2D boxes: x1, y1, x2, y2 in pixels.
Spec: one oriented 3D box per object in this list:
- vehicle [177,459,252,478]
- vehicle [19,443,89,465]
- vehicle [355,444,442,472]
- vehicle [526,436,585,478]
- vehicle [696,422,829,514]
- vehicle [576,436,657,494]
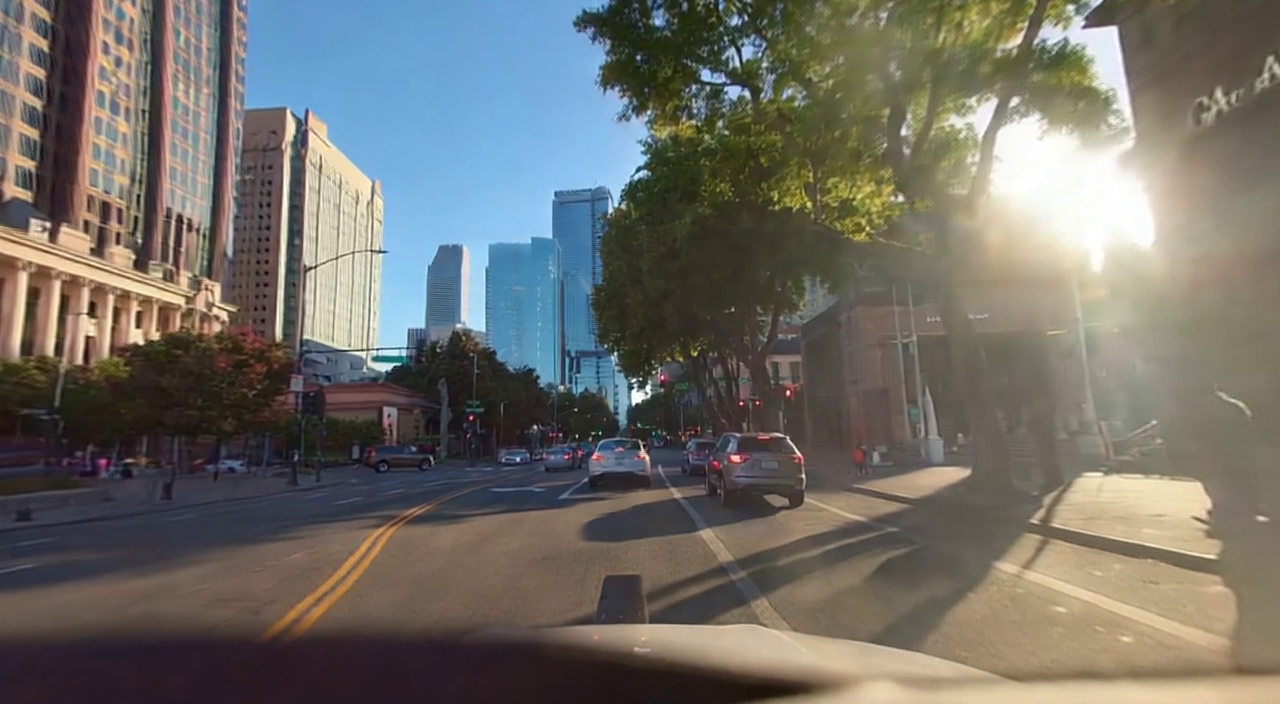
[{"bbox_3d":[-32.397,8.861,48.135,4.392,1.427,1.764,0,-9,0],"label":"vehicle"},{"bbox_3d":[-44.956,7.832,48.504,3.671,1.498,1.670,2,-10,4],"label":"vehicle"},{"bbox_3d":[-15.935,7.022,41.899,4.855,1.769,2.071,0,-9,-2],"label":"vehicle"},{"bbox_3d":[-3.601,4.588,27.809,2.045,1.633,4.864,0,-9,-2],"label":"vehicle"},{"bbox_3d":[2.598,2.608,14.633,2.096,1.775,4.440,0,-9,-1],"label":"vehicle"},{"bbox_3d":[-0.610,3.250,18.504,2.096,1.492,4.071,0,-9,0],"label":"vehicle"}]
